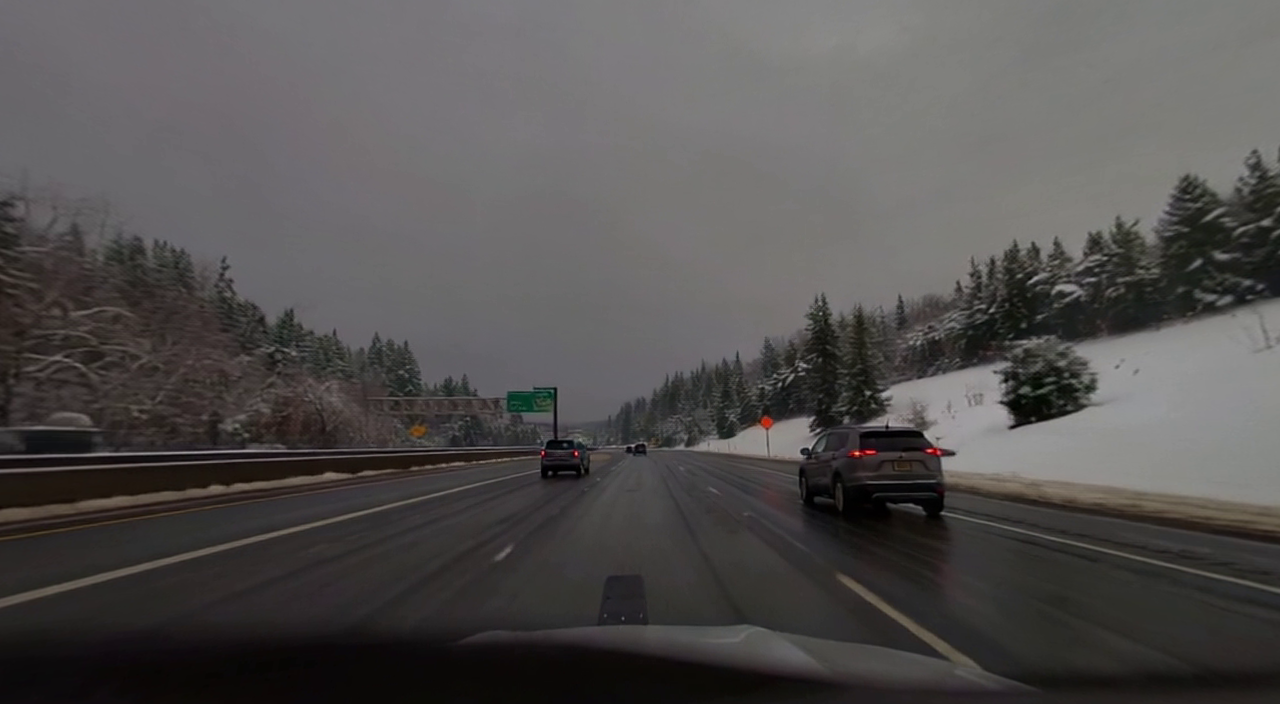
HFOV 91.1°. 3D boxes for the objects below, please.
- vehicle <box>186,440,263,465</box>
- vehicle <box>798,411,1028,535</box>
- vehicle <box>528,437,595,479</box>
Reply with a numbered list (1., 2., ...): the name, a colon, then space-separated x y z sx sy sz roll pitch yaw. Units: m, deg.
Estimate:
1. vehicle: -27.710 6.717 42.070 1.883 1.586 4.599 -1 -8 2
2. vehicle: 4.577 2.102 11.506 2.149 1.796 4.487 0 -8 0
3. vehicle: -3.189 4.398 26.390 2.166 1.608 4.297 0 -8 2
